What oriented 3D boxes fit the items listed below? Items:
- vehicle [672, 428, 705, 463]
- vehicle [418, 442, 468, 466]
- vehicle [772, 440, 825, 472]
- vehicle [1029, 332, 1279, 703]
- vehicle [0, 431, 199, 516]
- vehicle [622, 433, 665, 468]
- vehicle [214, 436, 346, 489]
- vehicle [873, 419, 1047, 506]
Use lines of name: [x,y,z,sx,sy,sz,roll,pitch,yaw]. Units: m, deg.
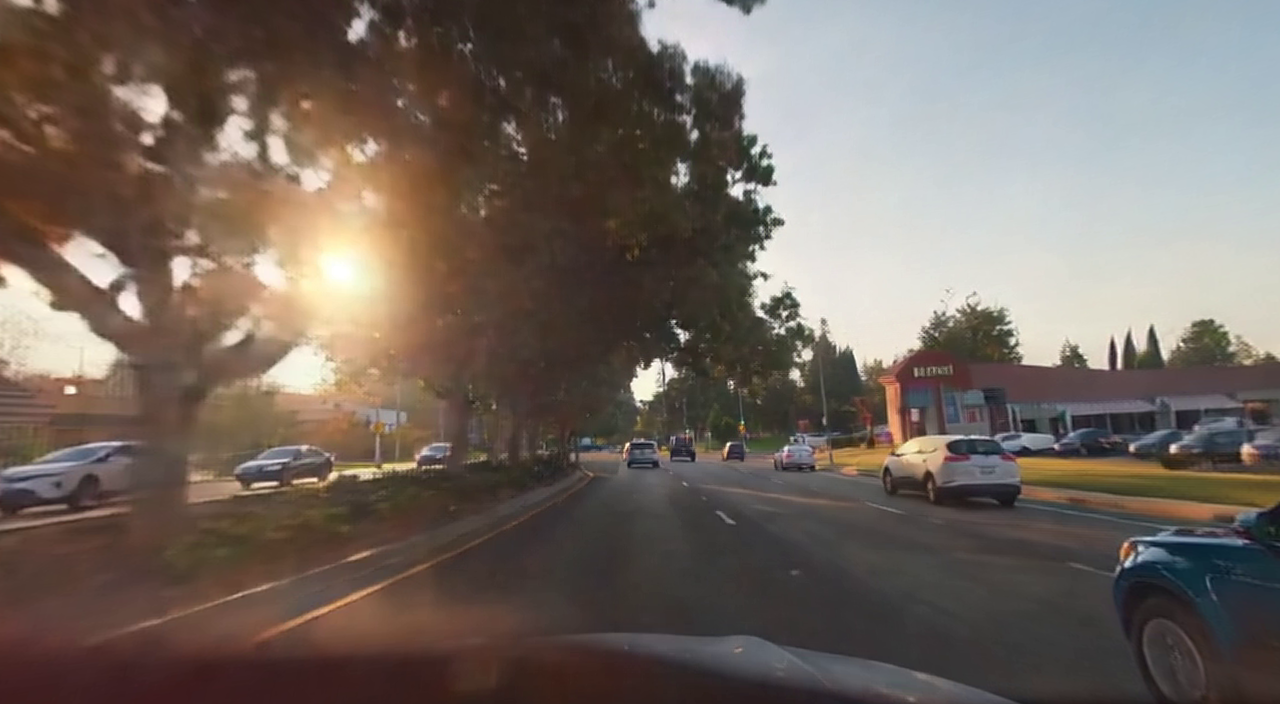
vehicle: [3.767,7.359,49.697,2.239,2.586,4.586,0,-8,0]
vehicle: [-14.486,7.507,46.804,2.136,1.676,4.371,-1,-9,3]
vehicle: [8.108,5.341,32.616,1.879,1.517,4.006,-1,-9,3]
vehicle: [3.542,0.682,1.780,2.076,1.716,4.416,0,-8,1]
vehicle: [-14.287,3.038,16.370,2.242,1.836,4.811,0,-9,-1]
vehicle: [0.158,5.895,37.802,2.402,1.938,4.535,0,-9,0]
vehicle: [-13.994,4.316,25.022,2.159,1.836,5.038,0,-9,1]
vehicle: [7.500,2.633,15.421,1.977,1.786,4.344,0,-9,1]
